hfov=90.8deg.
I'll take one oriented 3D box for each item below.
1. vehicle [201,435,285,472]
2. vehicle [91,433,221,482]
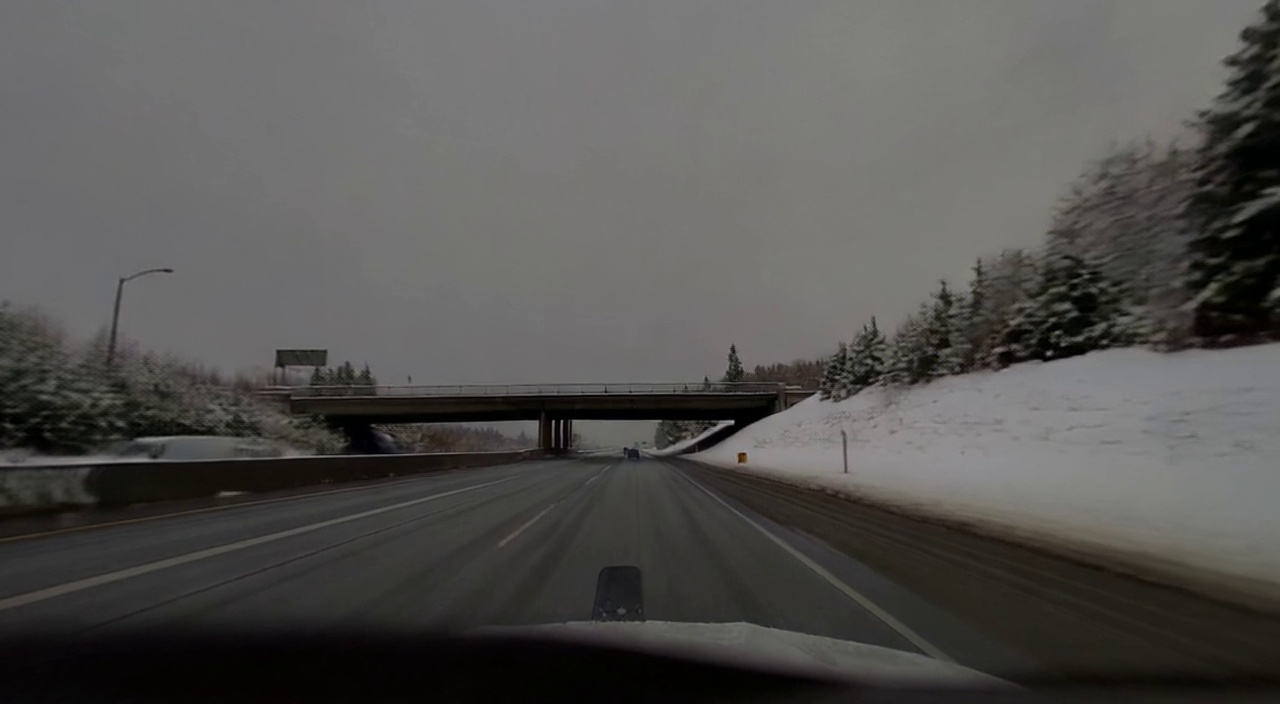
[{"bbox_3d":[-23.661,6.055,37.806,2.228,2.058,4.155,0,-9,0],"label":"vehicle"},{"bbox_3d":[-23.615,5.185,31.166,2.015,2.161,5.496,0,-9,0],"label":"vehicle"}]
